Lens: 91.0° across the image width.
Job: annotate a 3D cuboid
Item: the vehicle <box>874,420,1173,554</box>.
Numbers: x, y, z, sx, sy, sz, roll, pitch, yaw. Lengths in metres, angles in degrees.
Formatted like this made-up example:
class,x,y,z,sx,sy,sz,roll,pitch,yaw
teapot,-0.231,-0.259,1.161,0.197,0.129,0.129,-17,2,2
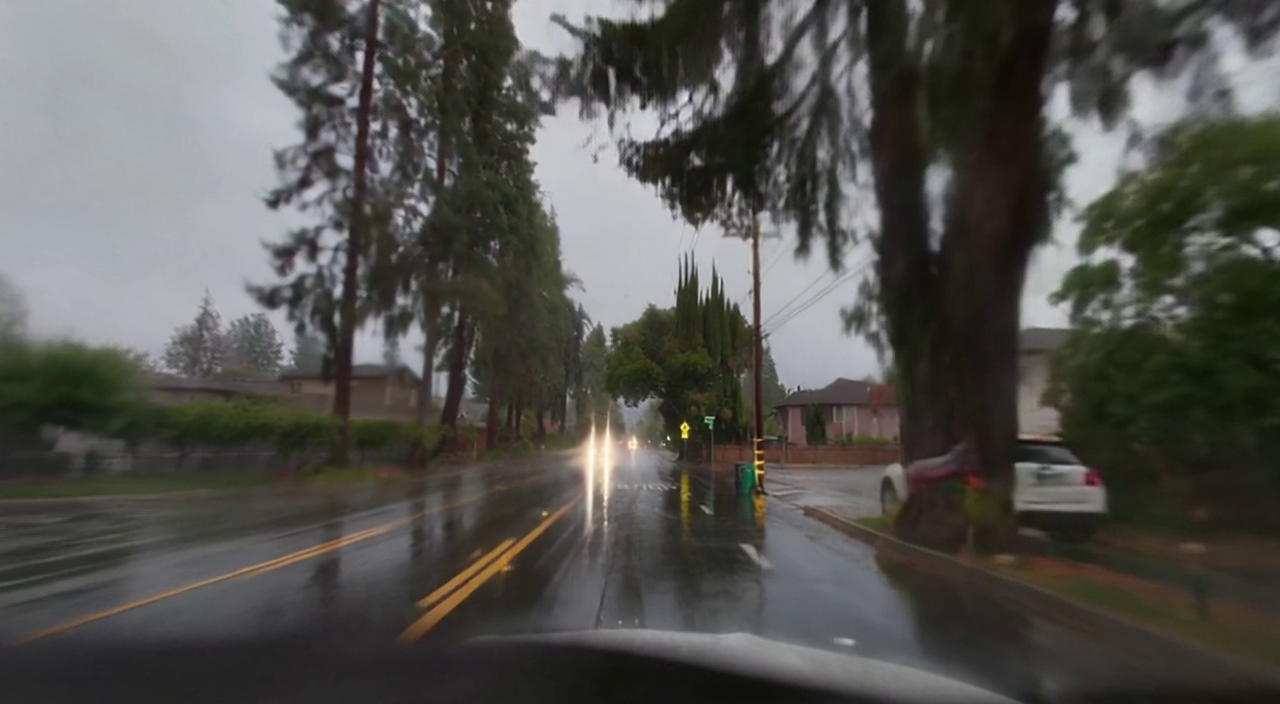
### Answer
class,x,y,z,sx,sy,sz,roll,pitch,yaw
vehicle,5.863,2.112,10.556,2.096,1.713,4.606,0,-9,0
